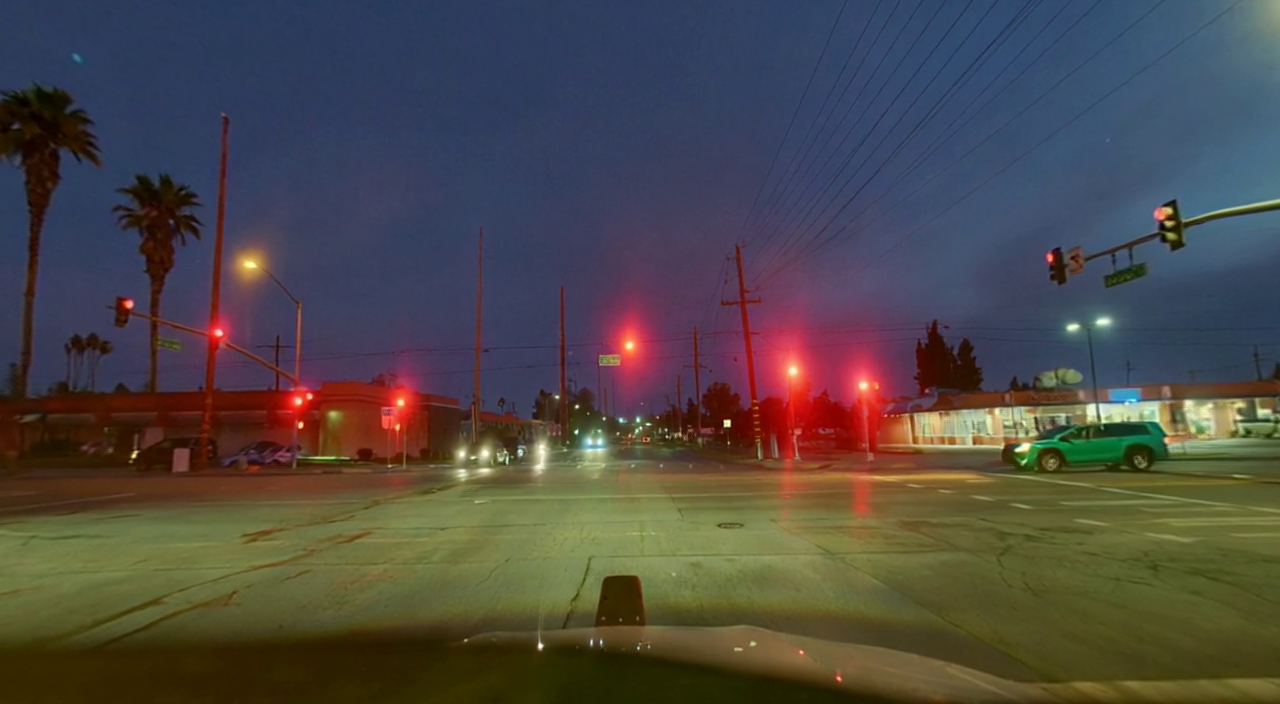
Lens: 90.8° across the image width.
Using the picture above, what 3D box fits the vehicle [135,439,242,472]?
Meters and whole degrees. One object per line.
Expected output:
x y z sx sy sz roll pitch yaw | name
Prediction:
-25.914 5.953 36.358 4.613 1.820 2.021 -1 -8 4 | vehicle

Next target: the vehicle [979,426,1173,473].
14.375 3.254 21.100 4.918 1.479 1.897 -1 -9 7 | vehicle

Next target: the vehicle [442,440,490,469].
-11.972 7.025 43.700 2.016 1.717 4.287 0 -6 1 | vehicle

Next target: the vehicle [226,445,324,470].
-22.316 6.454 38.757 4.849 1.444 1.881 0 -8 2 | vehicle
